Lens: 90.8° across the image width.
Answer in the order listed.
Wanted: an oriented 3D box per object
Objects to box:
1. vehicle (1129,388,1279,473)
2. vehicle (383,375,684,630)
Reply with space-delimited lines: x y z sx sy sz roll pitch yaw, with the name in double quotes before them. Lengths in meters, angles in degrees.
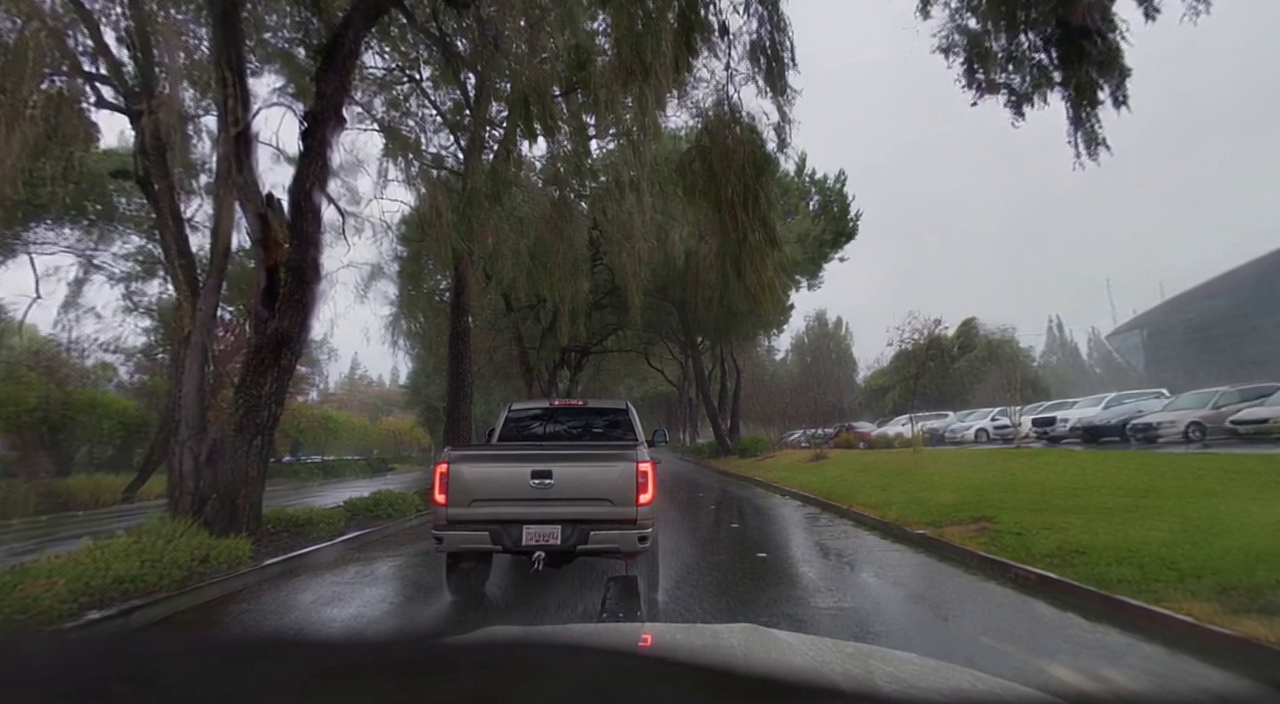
"vehicle" 11.880 1.418 11.473 4.298 1.392 1.944 -1 -8 2
"vehicle" -0.690 1.444 7.128 2.157 1.816 5.039 0 -8 2
